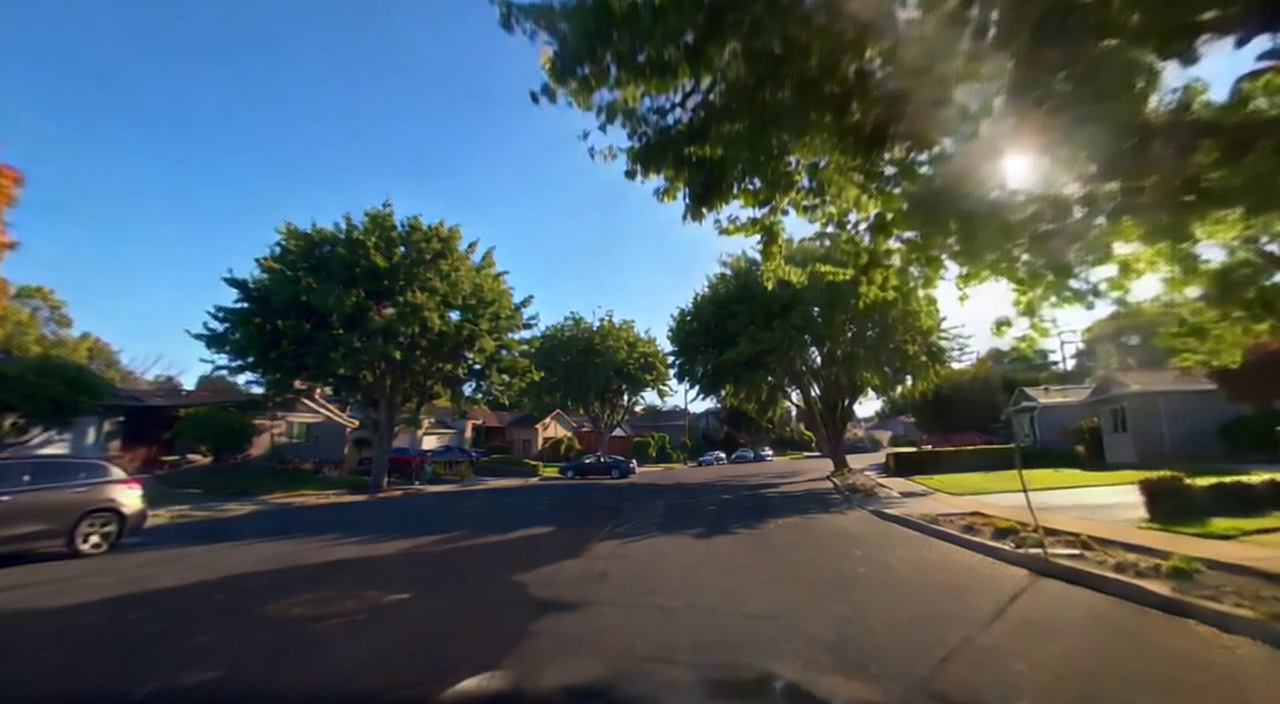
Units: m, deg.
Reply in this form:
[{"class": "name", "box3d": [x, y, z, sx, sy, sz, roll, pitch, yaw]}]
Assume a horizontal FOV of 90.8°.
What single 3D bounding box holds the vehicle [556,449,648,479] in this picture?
[{"class": "vehicle", "box3d": [-2.041, 6.040, 34.259, 4.653, 1.480, 1.871, -3, -9, 17]}]
